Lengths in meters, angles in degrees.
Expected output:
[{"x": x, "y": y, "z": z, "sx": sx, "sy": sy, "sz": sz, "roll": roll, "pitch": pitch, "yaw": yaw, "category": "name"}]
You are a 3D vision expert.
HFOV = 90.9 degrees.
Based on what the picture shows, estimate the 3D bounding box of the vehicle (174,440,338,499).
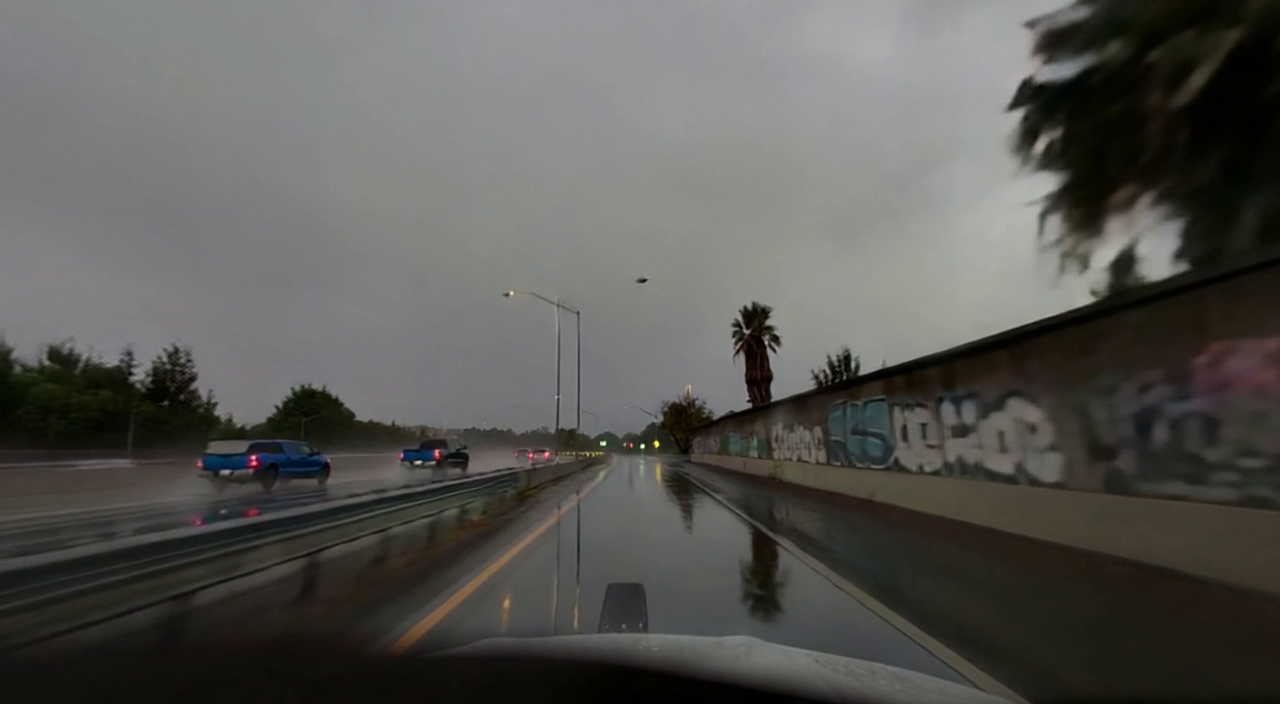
[{"x": -13.881, "y": 4.268, "z": 23.457, "sx": 2.272, "sy": 1.882, "sz": 5.941, "roll": 0, "pitch": -9, "yaw": 1, "category": "vehicle"}]

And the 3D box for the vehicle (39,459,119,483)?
[{"x": -39.782, "y": 8.397, "z": 44.838, "sx": 1.807, "sy": 1.531, "sz": 4.230, "roll": 0, "pitch": -9, "yaw": -1, "category": "vehicle"}]

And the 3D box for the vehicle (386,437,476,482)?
[{"x": -9.975, "y": 5.179, "z": 30.719, "sx": 2.342, "sy": 1.999, "sz": 5.594, "roll": 0, "pitch": -9, "yaw": 1, "category": "vehicle"}]
